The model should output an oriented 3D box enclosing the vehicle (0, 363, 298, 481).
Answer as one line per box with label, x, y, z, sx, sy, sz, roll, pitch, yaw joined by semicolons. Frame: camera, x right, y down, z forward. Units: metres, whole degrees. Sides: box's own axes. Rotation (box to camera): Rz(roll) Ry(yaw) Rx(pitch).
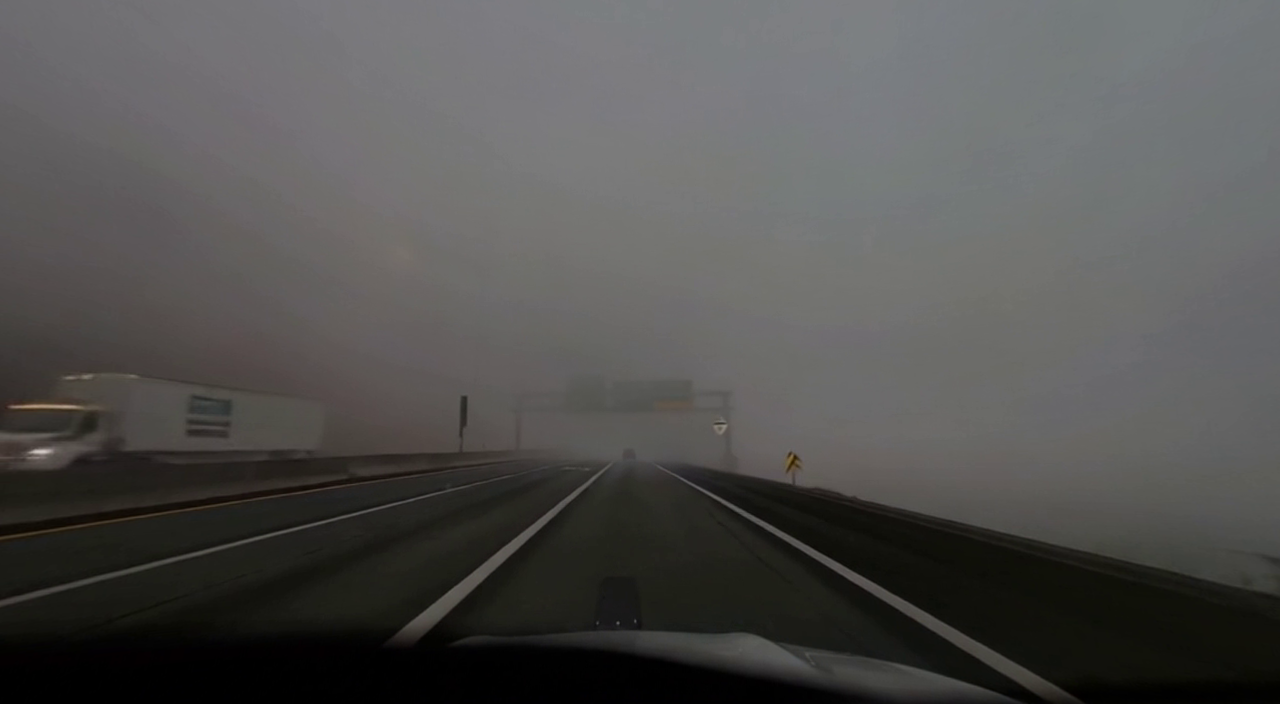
vehicle;-24.379;3.976;32.607;3.650;4.465;17.511;0;-9;-1
